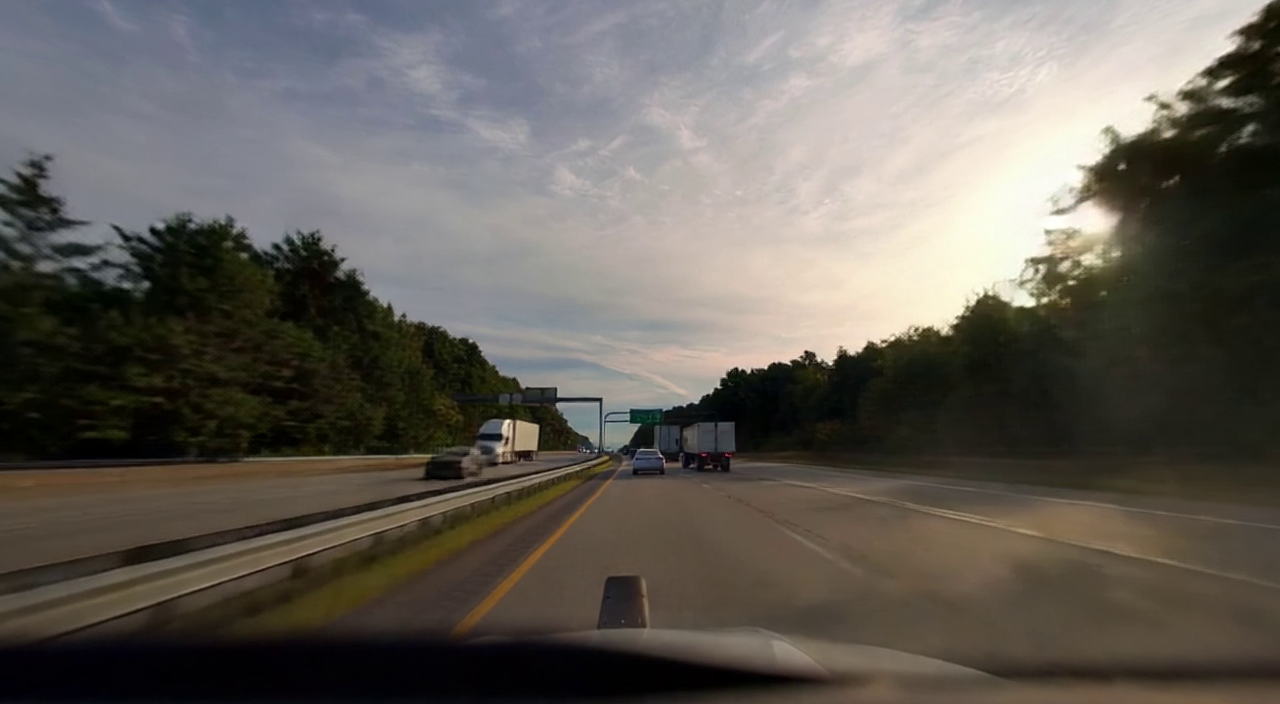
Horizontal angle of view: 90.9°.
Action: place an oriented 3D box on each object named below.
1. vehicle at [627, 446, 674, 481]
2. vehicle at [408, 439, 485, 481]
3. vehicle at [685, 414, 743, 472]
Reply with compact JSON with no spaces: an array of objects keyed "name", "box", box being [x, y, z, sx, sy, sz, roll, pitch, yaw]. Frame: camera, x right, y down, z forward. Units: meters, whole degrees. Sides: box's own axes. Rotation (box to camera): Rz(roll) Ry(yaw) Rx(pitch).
[{"name":"vehicle","box":[0.449,5.193,29.746,2.069,1.523,4.012,0,-9,-1]},{"name":"vehicle","box":[-8.480,4.759,28.060,2.044,1.696,4.248,0,-9,0]},{"name":"vehicle","box":[4.500,5.755,39.794,2.600,3.282,7.635,0,-9,-1]}]
